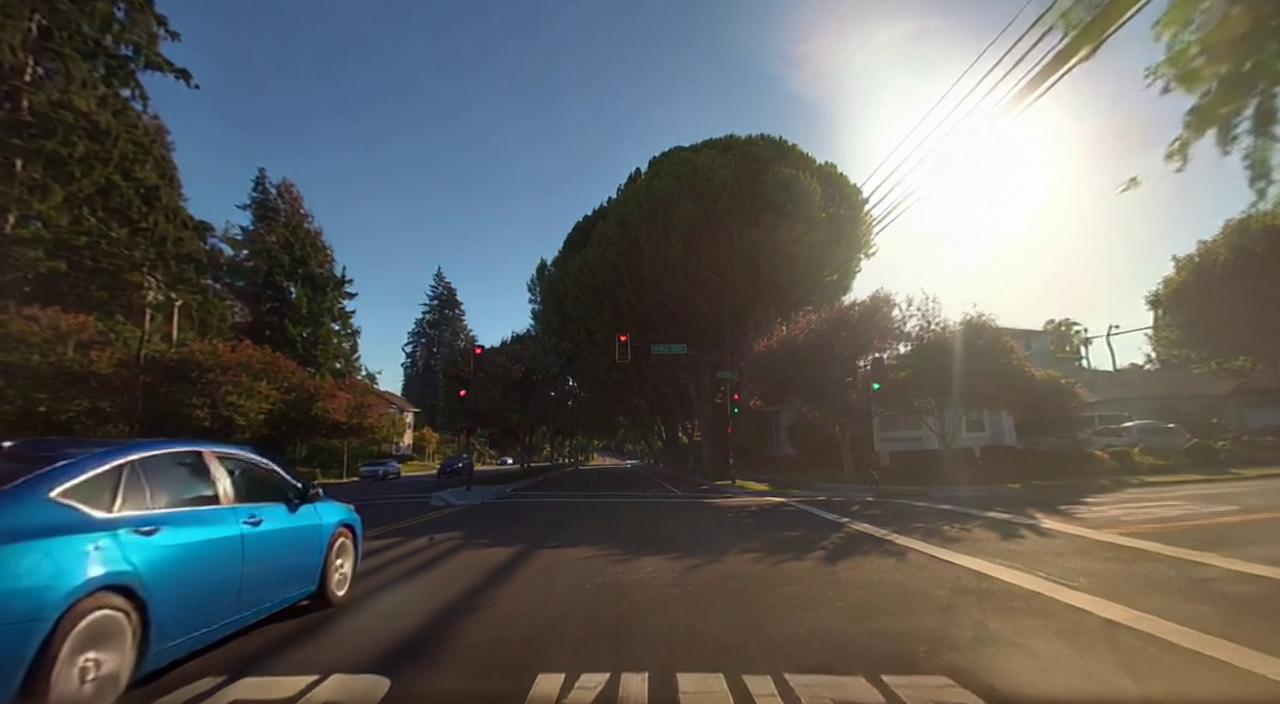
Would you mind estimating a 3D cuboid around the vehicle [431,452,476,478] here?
[{"bbox_3d":[-14.502,8.765,49.303,2.115,1.794,4.961,0,-9,-2],"label":"vehicle"}]

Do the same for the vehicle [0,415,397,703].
[{"bbox_3d":[-3.683,1.324,4.625,1.980,1.508,4.502,0,-9,0],"label":"vehicle"}]
